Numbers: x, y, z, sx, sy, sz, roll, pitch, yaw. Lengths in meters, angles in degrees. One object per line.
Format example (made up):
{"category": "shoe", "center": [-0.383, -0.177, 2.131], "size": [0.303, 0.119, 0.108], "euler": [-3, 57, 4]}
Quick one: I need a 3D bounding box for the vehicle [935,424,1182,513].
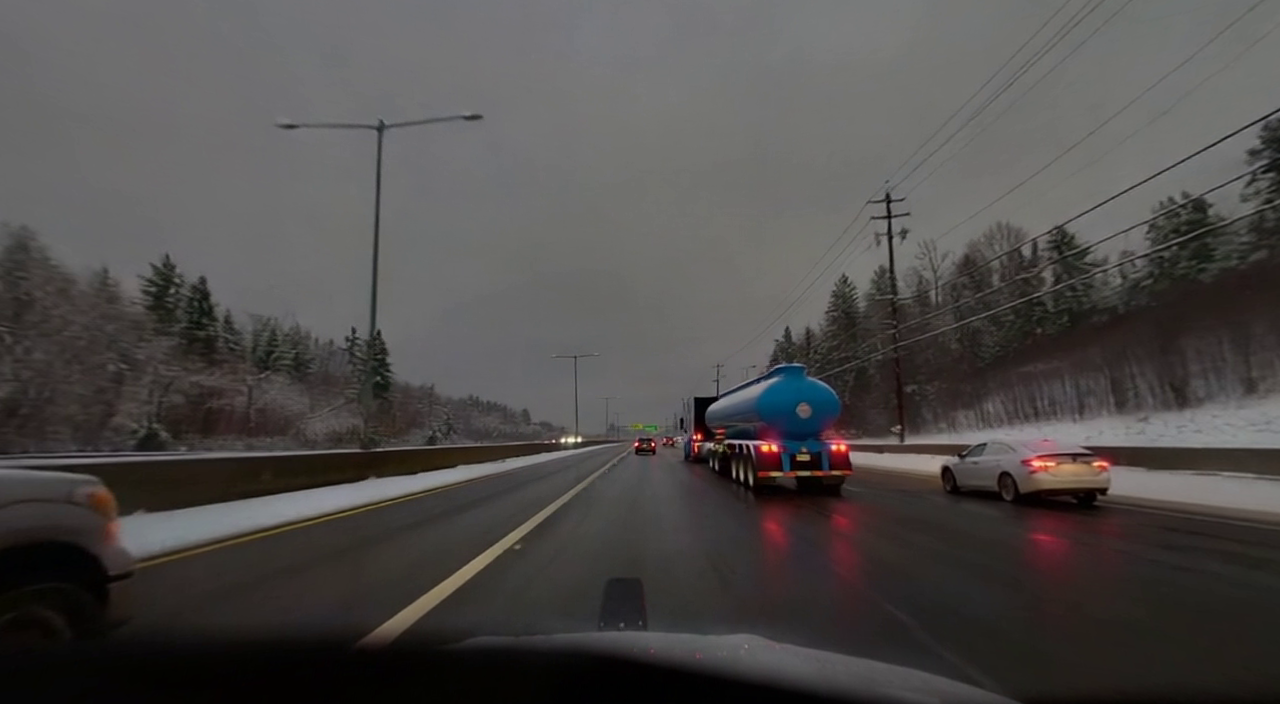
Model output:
{"category": "vehicle", "center": [8.174, 2.309, 13.006], "size": [1.905, 1.480, 4.624], "euler": [0, -8, 0]}

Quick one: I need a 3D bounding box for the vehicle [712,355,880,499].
{"category": "vehicle", "center": [3.921, 2.242, 18.122], "size": [2.791, 3.179, 8.074], "euler": [0, -8, 1]}
